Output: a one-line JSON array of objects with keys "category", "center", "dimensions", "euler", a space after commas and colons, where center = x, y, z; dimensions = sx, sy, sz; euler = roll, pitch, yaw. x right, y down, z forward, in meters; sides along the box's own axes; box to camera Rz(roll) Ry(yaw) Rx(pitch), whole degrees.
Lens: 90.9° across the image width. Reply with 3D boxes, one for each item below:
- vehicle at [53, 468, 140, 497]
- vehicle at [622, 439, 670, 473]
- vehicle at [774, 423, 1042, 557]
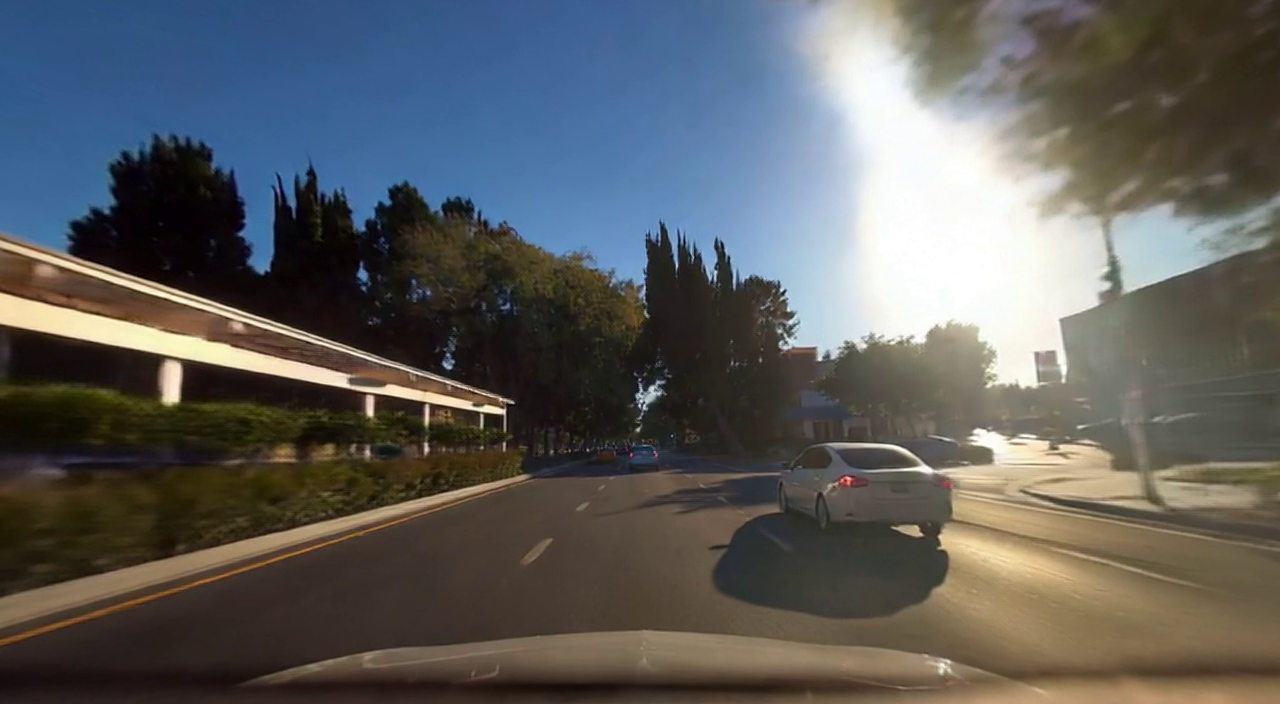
[{"category": "vehicle", "center": [-31.946, 7.608, 37.027], "dimensions": [4.557, 1.468, 1.938], "euler": [-4, -9, 23]}, {"category": "vehicle", "center": [0.268, 4.960, 30.275], "dimensions": [2.144, 1.505, 4.128], "euler": [0, -8, 0]}, {"category": "vehicle", "center": [3.532, 1.890, 9.415], "dimensions": [2.067, 1.497, 4.327], "euler": [0, -8, 0]}]
